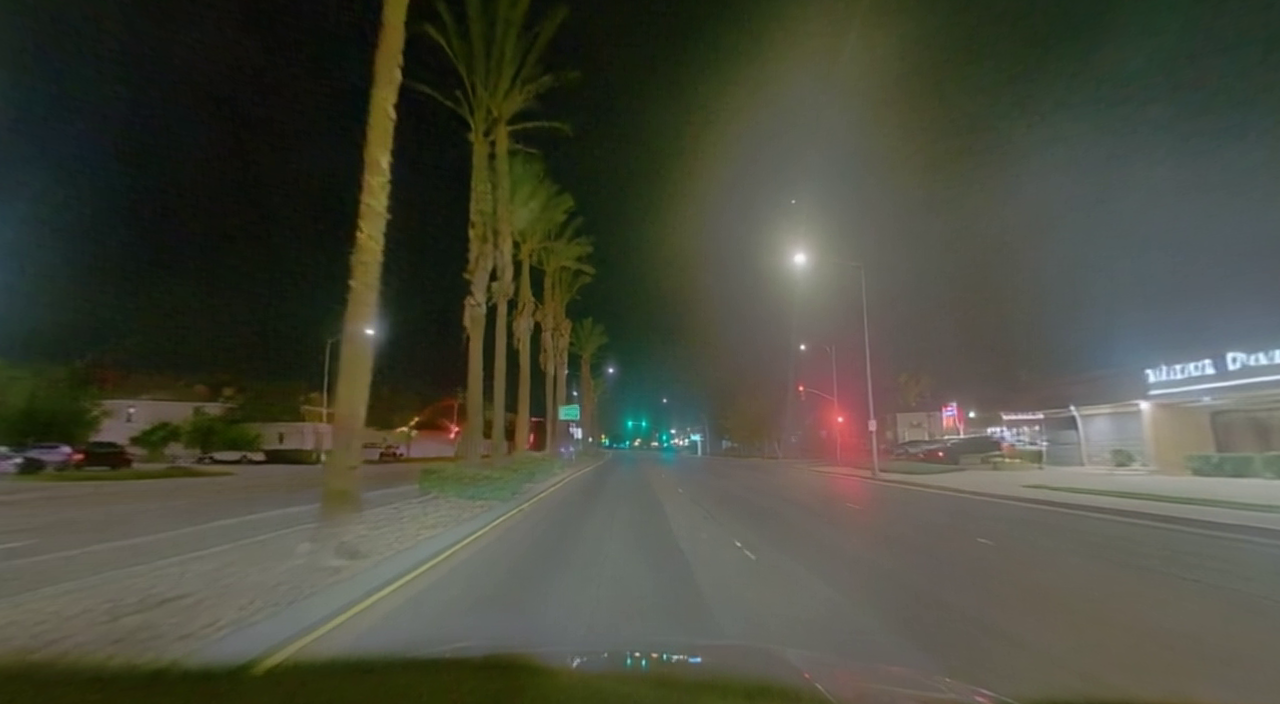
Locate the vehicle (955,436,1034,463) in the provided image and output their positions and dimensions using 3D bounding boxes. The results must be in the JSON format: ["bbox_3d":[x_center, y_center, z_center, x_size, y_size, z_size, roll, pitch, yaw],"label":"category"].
[{"bbox_3d":[20.700,5.747,37.160,1.986,1.454,4.332,-1,-9,-2],"label":"vehicle"}]

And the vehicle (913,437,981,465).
[{"bbox_3d":[17.891,5.765,37.013,1.852,1.487,3.896,-1,-8,-3],"label":"vehicle"}]

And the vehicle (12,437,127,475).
[{"bbox_3d":[-32.430,5.909,36.023,4.437,2.070,2.023,0,-9,-2],"label":"vehicle"}]

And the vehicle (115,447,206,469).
[{"bbox_3d":[-32.563,7.193,43.002,4.527,1.453,2.006,0,-9,-1],"label":"vehicle"}]
